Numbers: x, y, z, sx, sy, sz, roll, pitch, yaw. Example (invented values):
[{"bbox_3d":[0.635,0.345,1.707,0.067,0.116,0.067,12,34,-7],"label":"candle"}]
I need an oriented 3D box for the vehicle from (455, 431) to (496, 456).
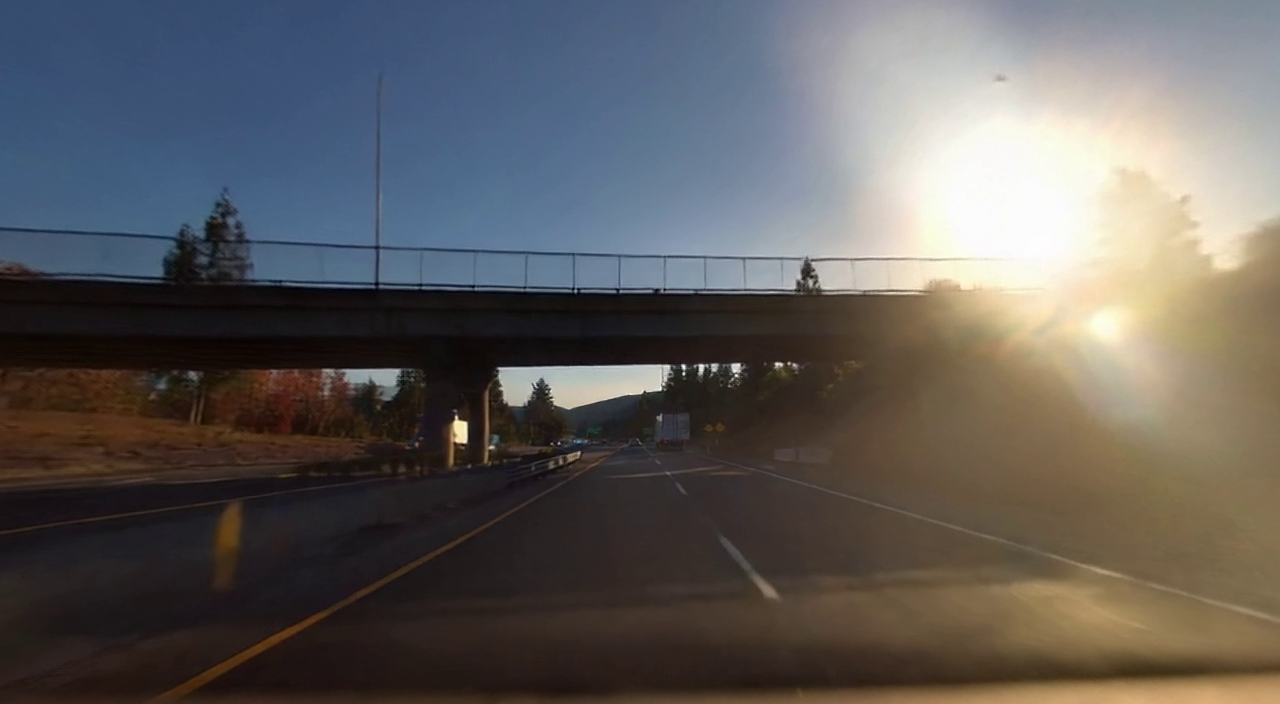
[{"bbox_3d":[-11.626,6.484,44.677,1.817,1.620,4.137,0,-8,0],"label":"vehicle"}]
